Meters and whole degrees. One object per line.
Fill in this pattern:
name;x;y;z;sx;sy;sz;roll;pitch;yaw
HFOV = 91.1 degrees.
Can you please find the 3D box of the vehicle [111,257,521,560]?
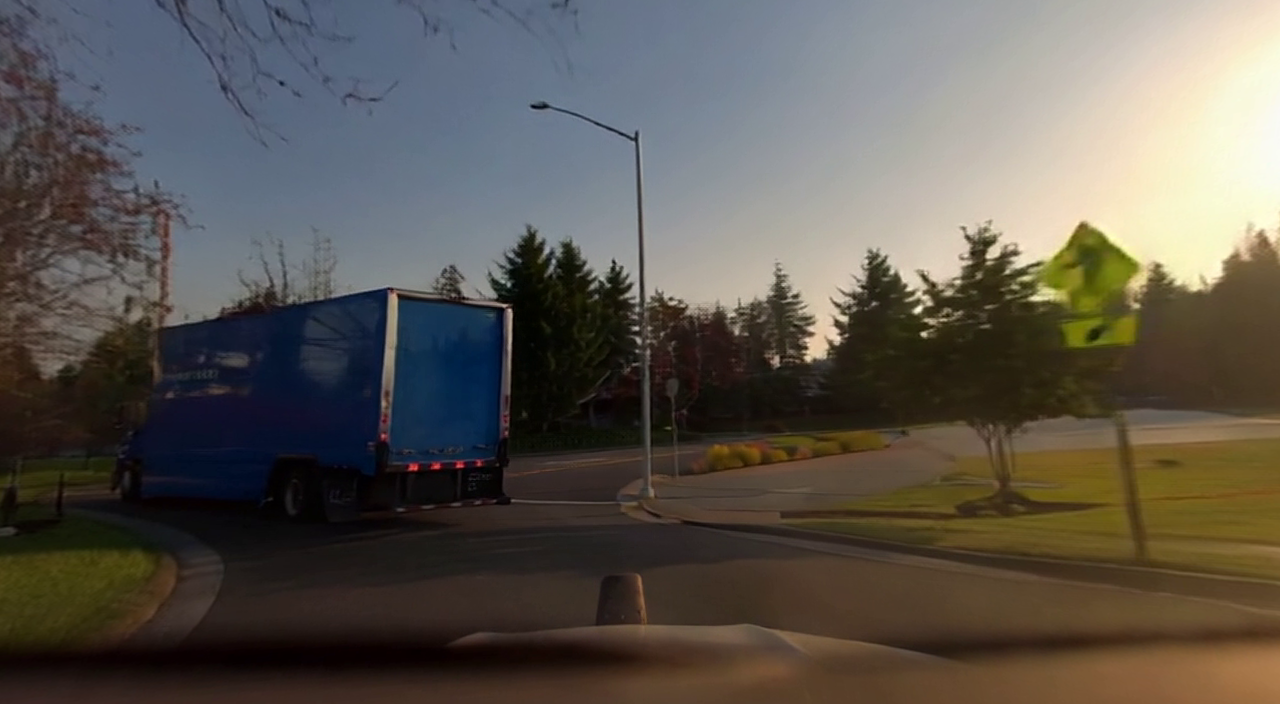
vehicle;-6.334;1.162;11.103;9.680;3.326;2.838;-7;-10;40
